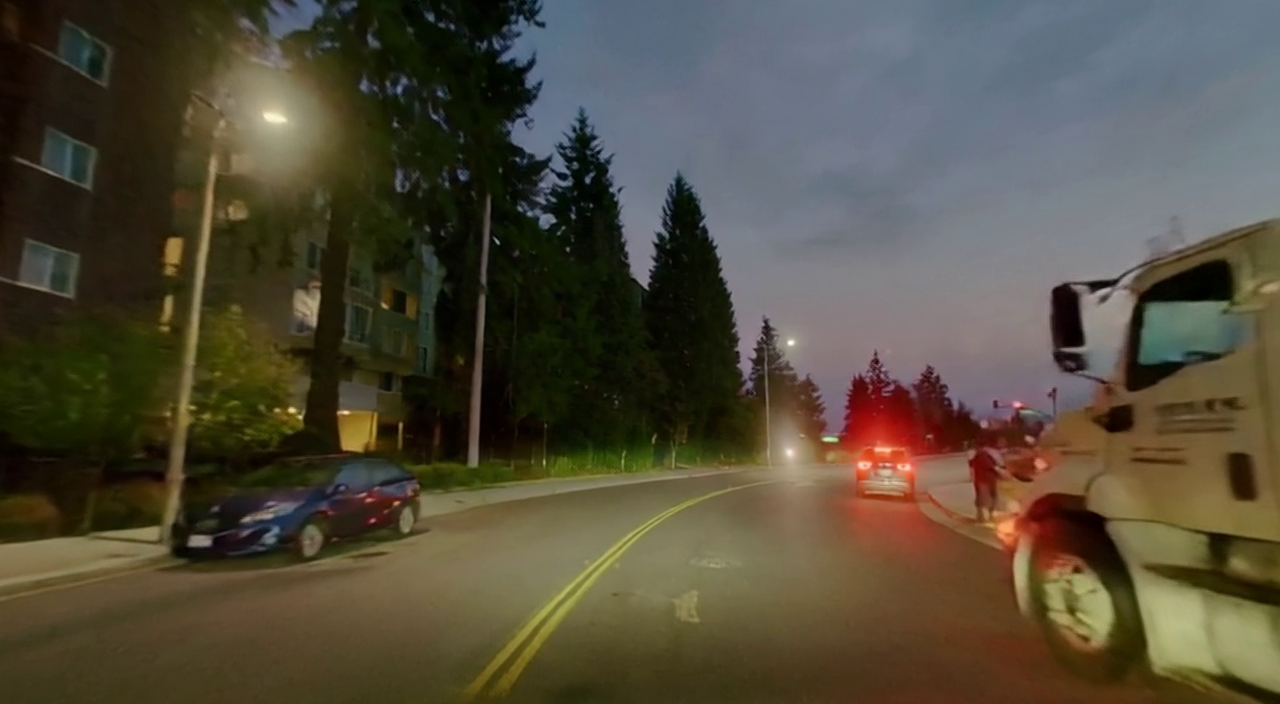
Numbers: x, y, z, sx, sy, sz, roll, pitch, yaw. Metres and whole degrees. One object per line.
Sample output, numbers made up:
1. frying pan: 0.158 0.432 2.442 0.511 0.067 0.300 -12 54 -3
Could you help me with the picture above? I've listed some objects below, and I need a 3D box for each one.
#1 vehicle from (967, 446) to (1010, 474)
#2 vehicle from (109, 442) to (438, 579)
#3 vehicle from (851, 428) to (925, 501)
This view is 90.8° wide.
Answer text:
1. vehicle: 24.623 7.617 44.534 1.922 1.785 4.513 -6 -12 36
2. vehicle: -4.941 2.153 9.432 1.930 1.487 4.213 0 -9 9
3. vehicle: 8.438 3.830 21.751 2.043 2.250 3.024 -2 -9 17
